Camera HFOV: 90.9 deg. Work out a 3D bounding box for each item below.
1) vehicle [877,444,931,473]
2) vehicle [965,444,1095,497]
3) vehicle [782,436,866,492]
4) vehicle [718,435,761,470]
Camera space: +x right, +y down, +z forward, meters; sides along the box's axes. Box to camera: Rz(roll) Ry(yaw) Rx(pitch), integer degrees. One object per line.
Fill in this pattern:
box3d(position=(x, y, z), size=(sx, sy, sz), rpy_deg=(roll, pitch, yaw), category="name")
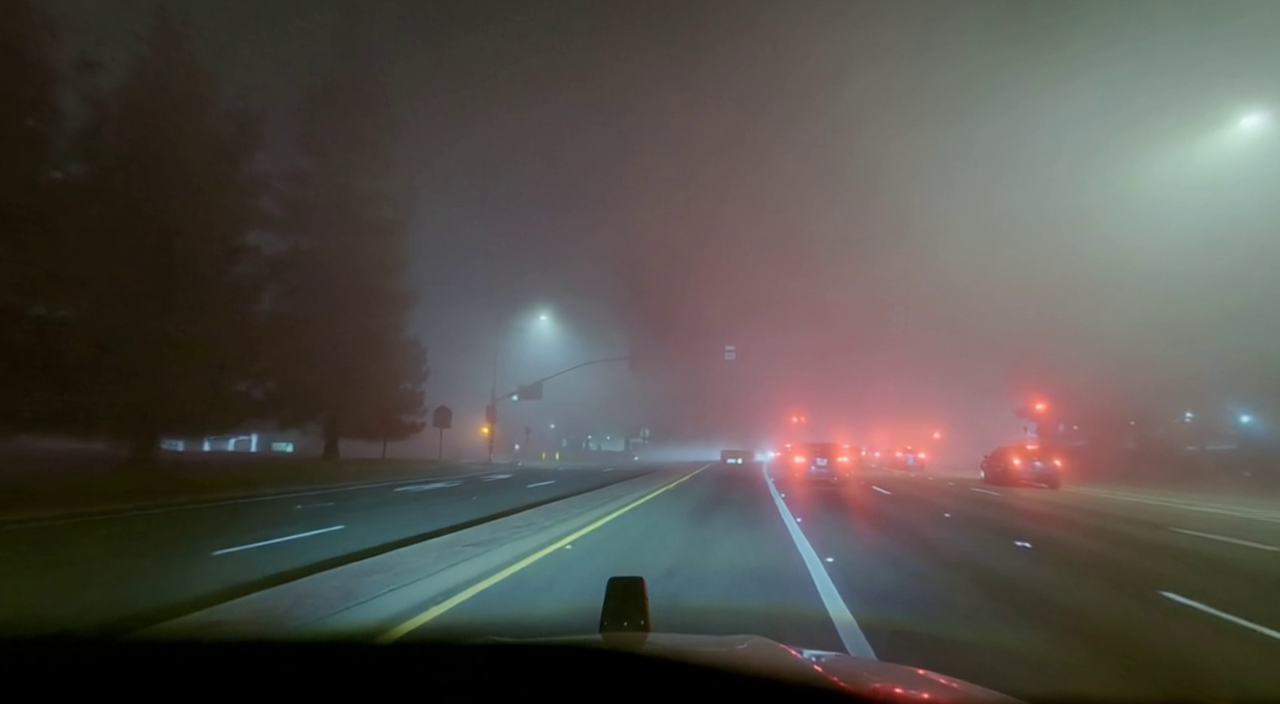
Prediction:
box3d(position=(15.257, 6.146, 36.624), size=(1.901, 1.484, 4.093), rpy_deg=(-1, -8, 8), category="vehicle")
box3d(position=(12.090, 3.659, 19.924), size=(1.884, 1.422, 4.262), rpy_deg=(-1, -8, 8), category="vehicle")
box3d(position=(5.757, 3.513, 20.210), size=(2.078, 1.578, 4.107), rpy_deg=(-1, -8, 10), category="vehicle")
box3d(position=(5.636, 5.664, 35.783), size=(2.245, 1.800, 4.522), rpy_deg=(-1, -8, 8), category="vehicle")
